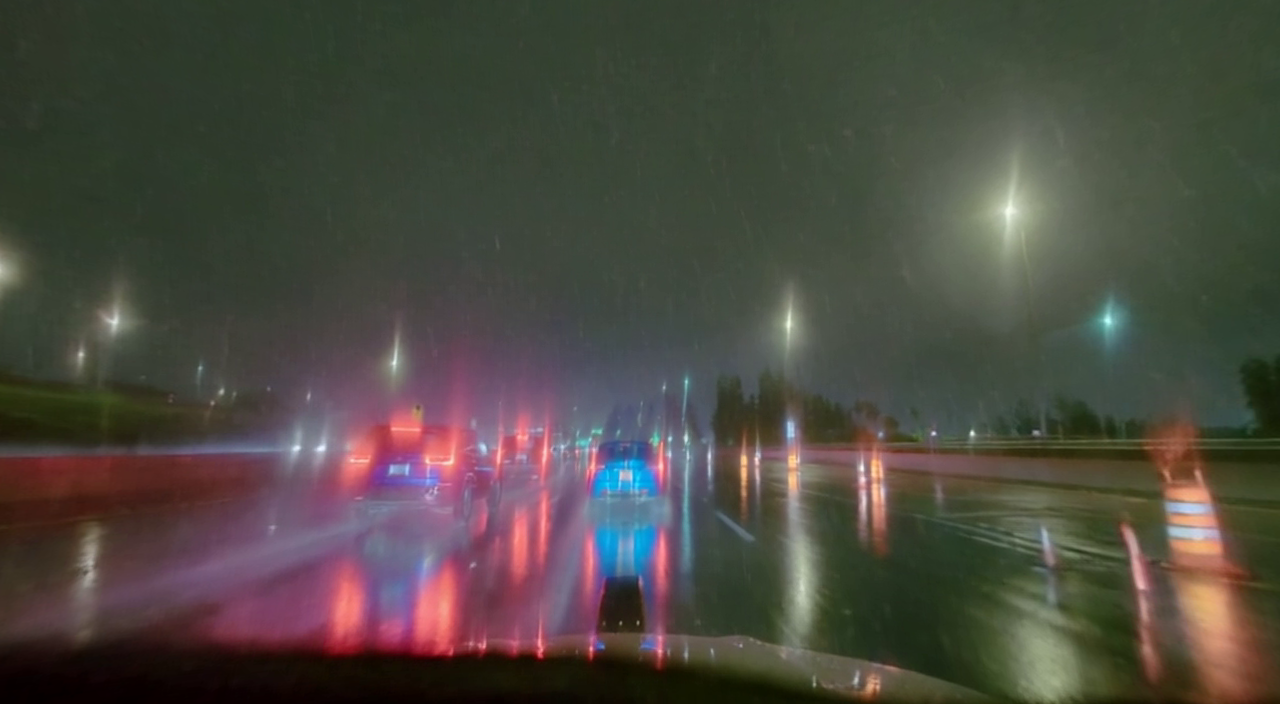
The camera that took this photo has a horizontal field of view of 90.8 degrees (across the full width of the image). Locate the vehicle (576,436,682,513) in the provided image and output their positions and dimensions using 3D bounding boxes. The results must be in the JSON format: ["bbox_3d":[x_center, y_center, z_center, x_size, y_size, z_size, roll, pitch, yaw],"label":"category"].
[{"bbox_3d":[-0.280,2.702,14.446,2.069,1.484,3.982,0,-8,-2],"label":"vehicle"}]

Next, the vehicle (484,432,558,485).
[{"bbox_3d":[-4.234,3.854,23.093,1.982,1.727,4.057,0,-8,-1],"label":"vehicle"}]

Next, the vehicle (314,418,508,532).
[{"bbox_3d":[-3.904,2.176,11.676,2.025,1.708,4.089,0,-8,0],"label":"vehicle"}]

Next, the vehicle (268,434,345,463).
[{"bbox_3d":[-18.138,5.285,34.596,1.857,1.458,4.406,0,-9,-1],"label":"vehicle"}]
